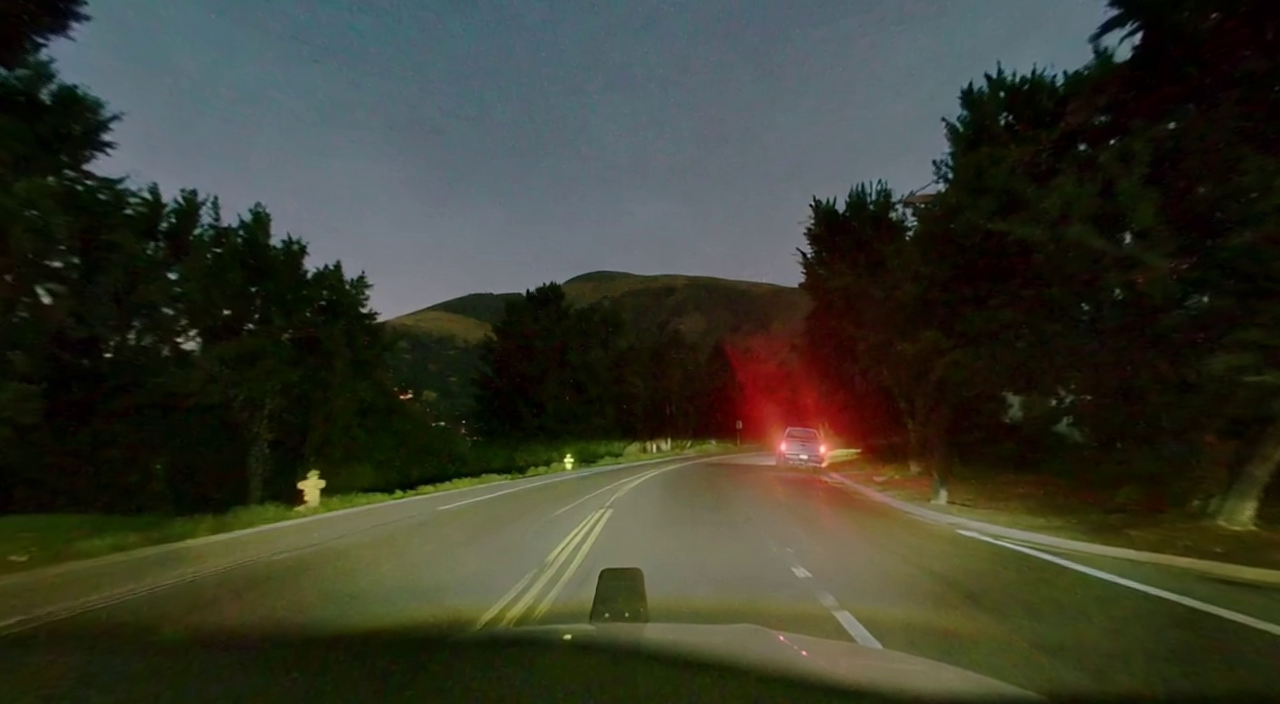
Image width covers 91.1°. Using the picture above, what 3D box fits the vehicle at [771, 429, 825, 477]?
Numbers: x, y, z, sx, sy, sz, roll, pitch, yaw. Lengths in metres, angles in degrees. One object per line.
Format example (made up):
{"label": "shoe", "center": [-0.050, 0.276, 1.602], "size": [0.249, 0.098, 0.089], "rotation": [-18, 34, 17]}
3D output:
{"label": "vehicle", "center": [6.573, 4.167, 26.437], "size": [1.992, 1.817, 4.467], "rotation": [-1, -8, 12]}
